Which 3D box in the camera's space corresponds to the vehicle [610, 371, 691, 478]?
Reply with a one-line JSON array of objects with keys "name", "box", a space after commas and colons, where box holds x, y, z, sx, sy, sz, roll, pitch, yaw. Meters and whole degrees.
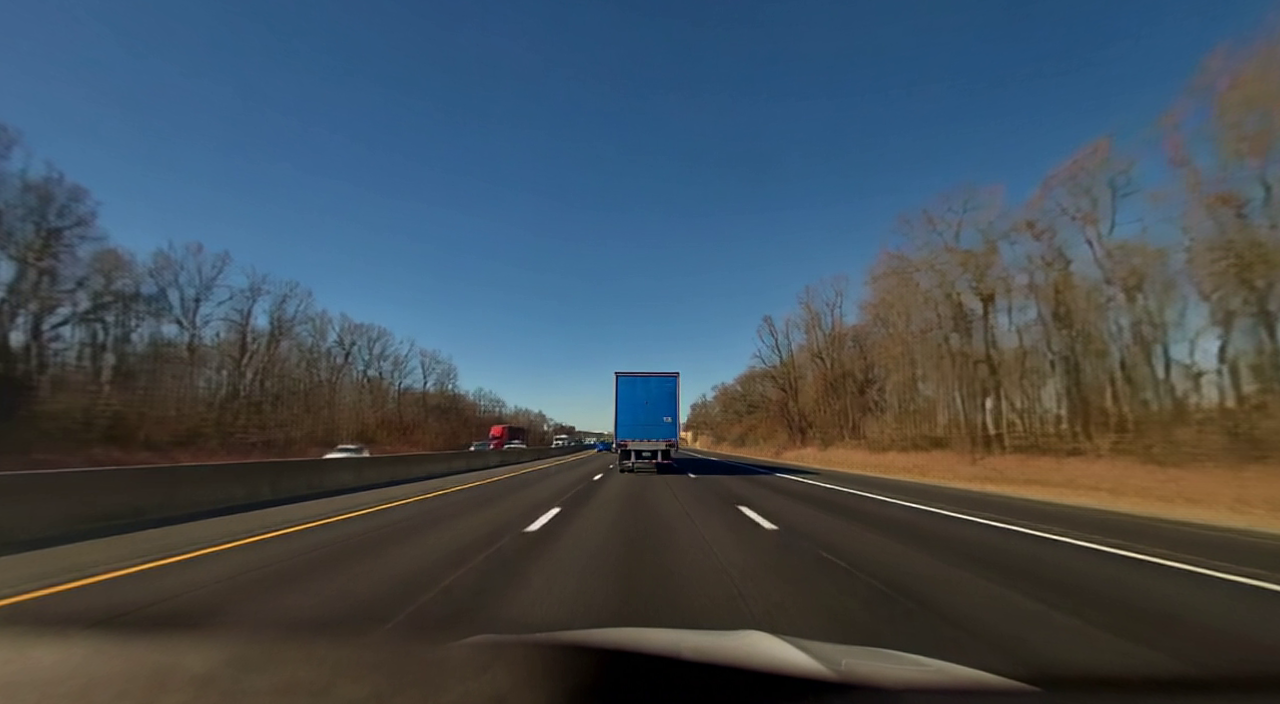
[{"name": "vehicle", "box": [0.408, 3.469, 28.891, 3.010, 4.039, 10.481, 0, -8, 0]}]

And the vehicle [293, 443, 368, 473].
[{"name": "vehicle", "box": [-16.828, 5.748, 34.374, 1.859, 1.495, 4.440, 0, -8, 0]}]
